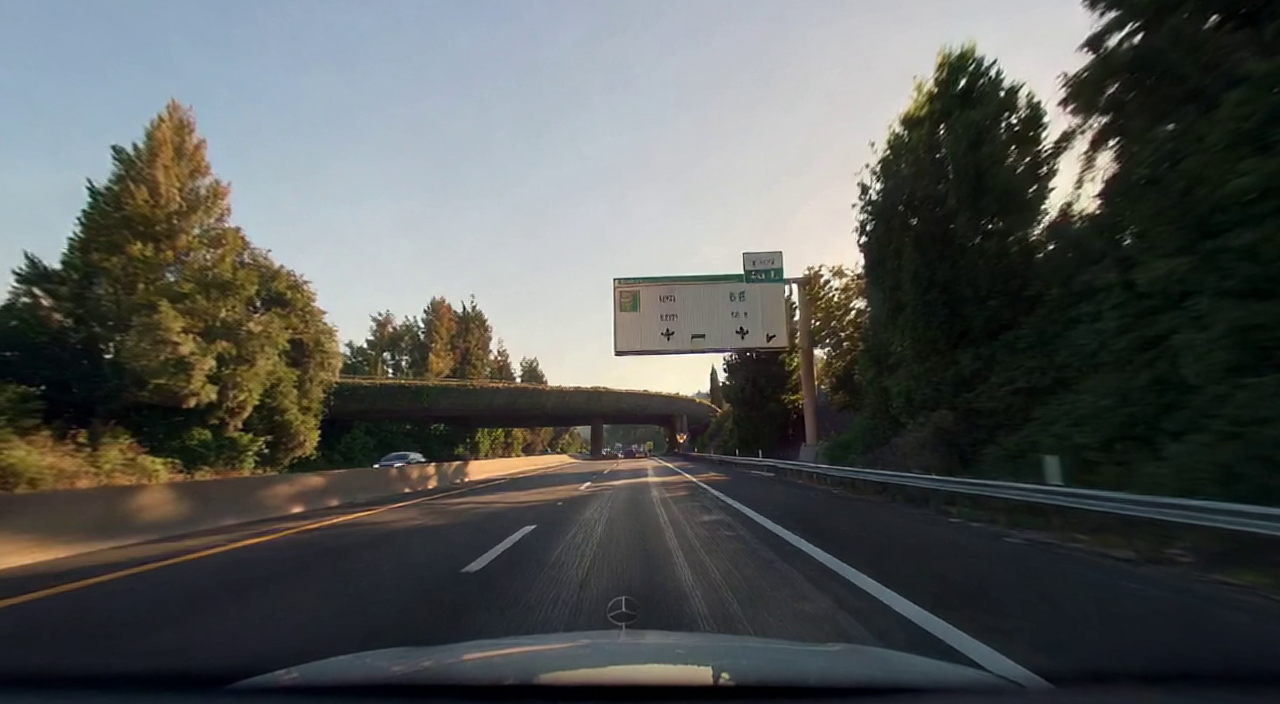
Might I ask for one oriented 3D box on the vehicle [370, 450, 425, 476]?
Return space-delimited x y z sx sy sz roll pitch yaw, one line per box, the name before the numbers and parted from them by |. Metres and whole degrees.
vehicle | -16.700 7.633 43.717 2.046 1.696 4.361 0 -9 0
